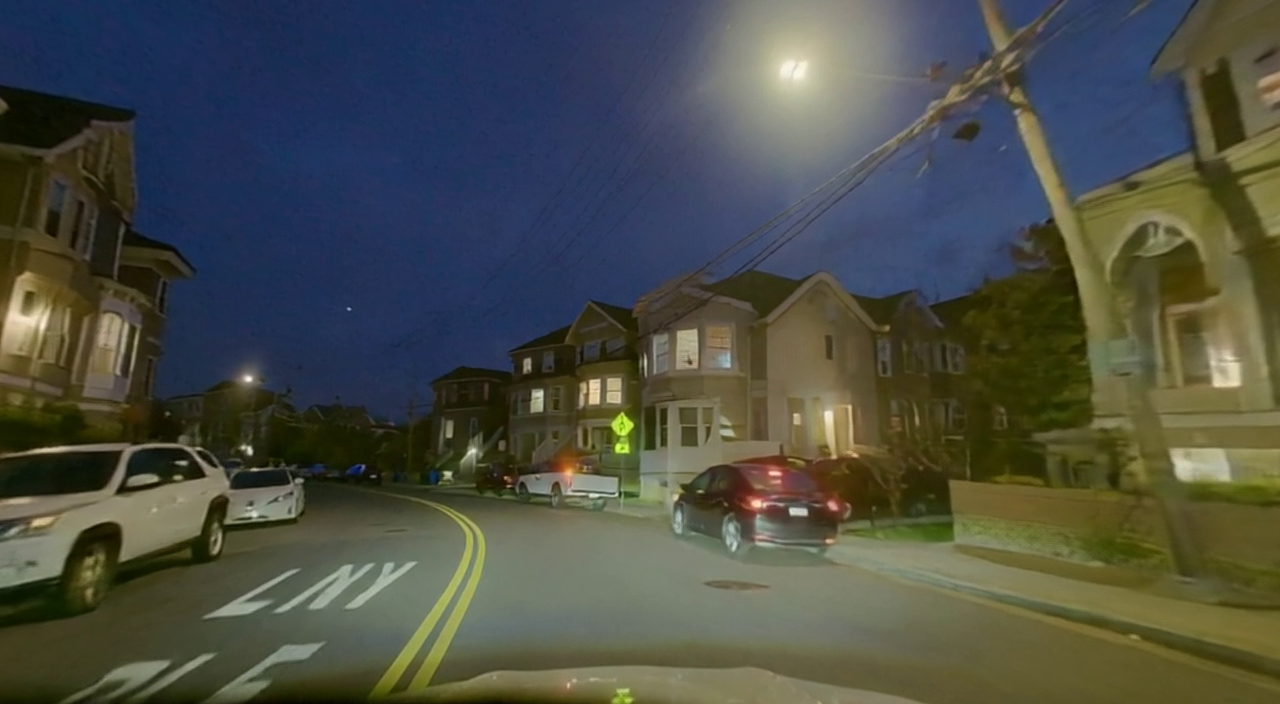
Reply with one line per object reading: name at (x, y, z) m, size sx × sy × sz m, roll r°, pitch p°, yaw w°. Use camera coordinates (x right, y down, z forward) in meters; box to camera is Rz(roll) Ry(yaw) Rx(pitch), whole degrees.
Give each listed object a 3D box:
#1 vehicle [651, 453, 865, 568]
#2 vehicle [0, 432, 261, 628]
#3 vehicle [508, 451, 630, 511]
vehicle at (1.781, 2.623, 11.227) m, size 1.923 × 1.531 × 4.568 m, roll 5°, pitch -10°, yaw -14°
vehicle at (-7.507, 2.211, 8.559) m, size 2.378 × 1.840 × 5.389 m, roll -2°, pitch -10°, yaw -12°
vehicle at (-2.834, 4.765, 23.753) m, size 2.449 × 1.869 × 5.504 m, roll 9°, pitch -12°, yaw -28°
